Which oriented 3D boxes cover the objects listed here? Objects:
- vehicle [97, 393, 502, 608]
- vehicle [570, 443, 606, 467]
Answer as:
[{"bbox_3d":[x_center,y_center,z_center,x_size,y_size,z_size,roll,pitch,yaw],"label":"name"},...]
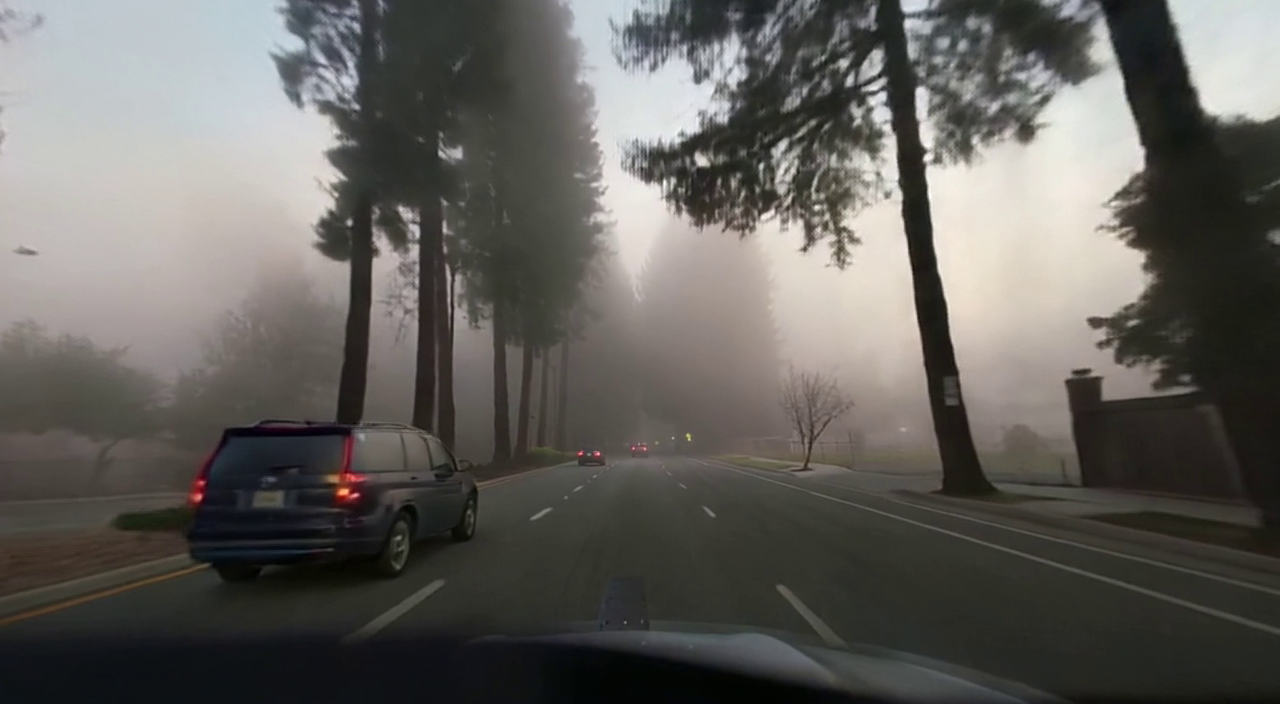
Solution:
[{"bbox_3d":[-3.201,1.521,7.374,2.058,1.671,4.704,0,-9,1],"label":"vehicle"},{"bbox_3d":[-3.397,6.801,41.823,2.021,1.466,4.330,0,-9,1],"label":"vehicle"}]
